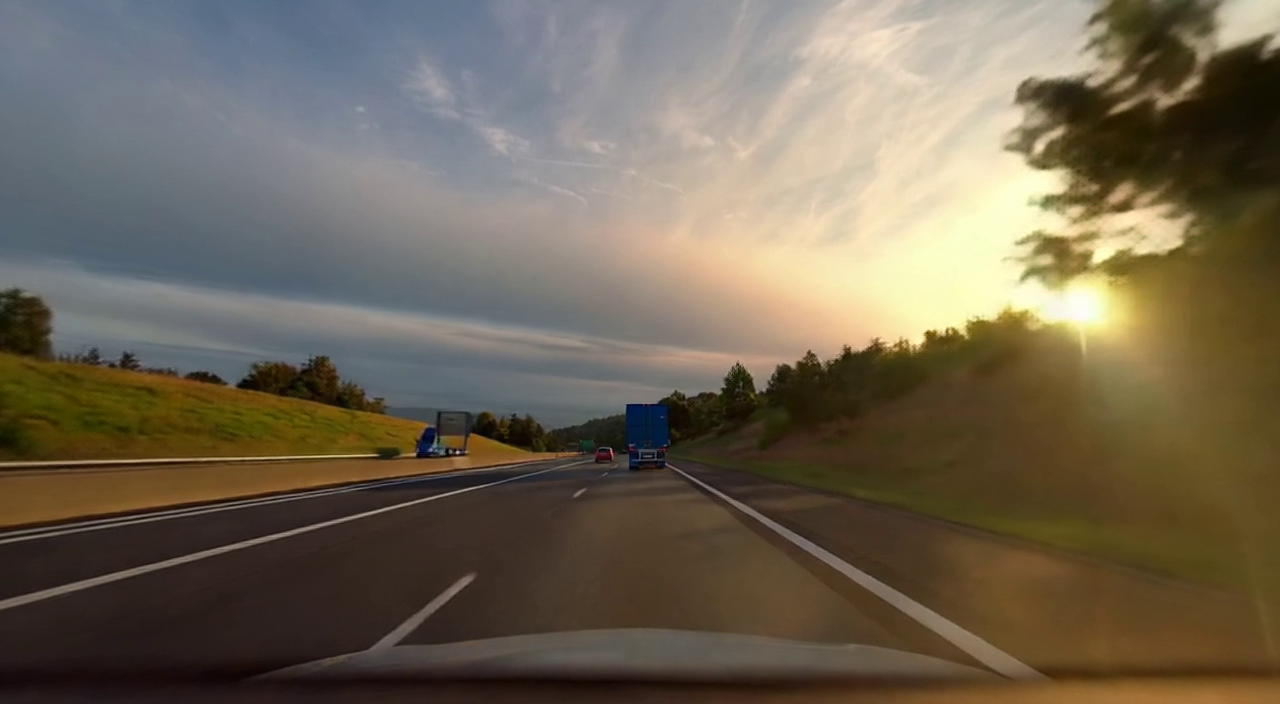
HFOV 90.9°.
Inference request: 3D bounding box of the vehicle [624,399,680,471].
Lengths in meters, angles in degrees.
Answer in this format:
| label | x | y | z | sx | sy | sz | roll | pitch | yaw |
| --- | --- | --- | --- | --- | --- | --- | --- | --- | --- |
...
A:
| label | x | y | z | sx | sy | sz | roll | pitch | yaw |
| --- | --- | --- | --- | --- | --- | --- | --- | --- | --- |
| vehicle | 0.535 | 5.503 | 40.916 | 3.055 | 4.009 | 10.972 | 0 | -9 | -2 |
